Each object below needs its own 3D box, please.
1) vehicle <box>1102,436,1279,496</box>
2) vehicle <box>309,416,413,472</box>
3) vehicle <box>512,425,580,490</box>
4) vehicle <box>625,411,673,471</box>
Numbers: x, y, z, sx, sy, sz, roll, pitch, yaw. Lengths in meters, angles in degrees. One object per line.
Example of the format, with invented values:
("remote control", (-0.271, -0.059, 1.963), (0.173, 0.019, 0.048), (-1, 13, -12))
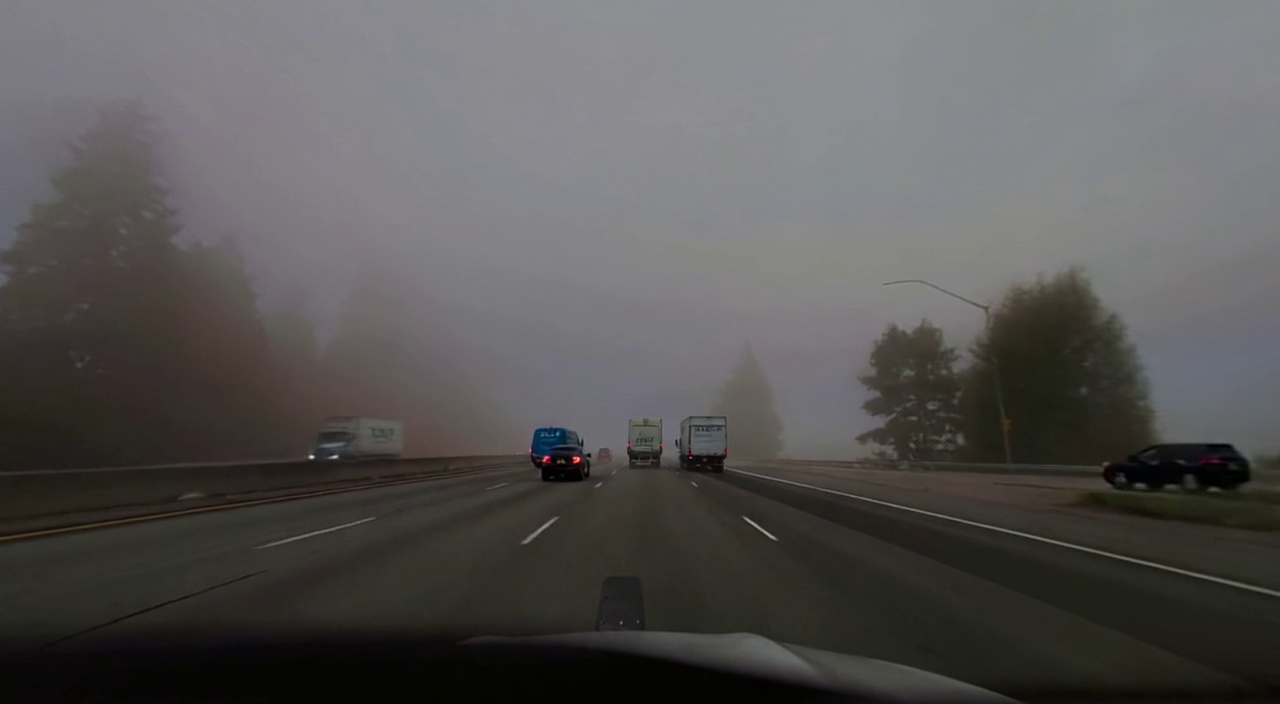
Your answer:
("vehicle", (17.966, 3.595, 20.202), (2.108, 1.659, 4.515), (4, -10, -27))
("vehicle", (-20.281, 6.850, 46.774), (3.281, 3.717, 9.377), (0, -9, 1))
("vehicle", (-3.426, 3.921, 23.692), (2.033, 2.234, 3.490), (0, -9, 0))
("vehicle", (0.541, 6.861, 48.114), (3.201, 4.019, 10.918), (0, -9, -1))
